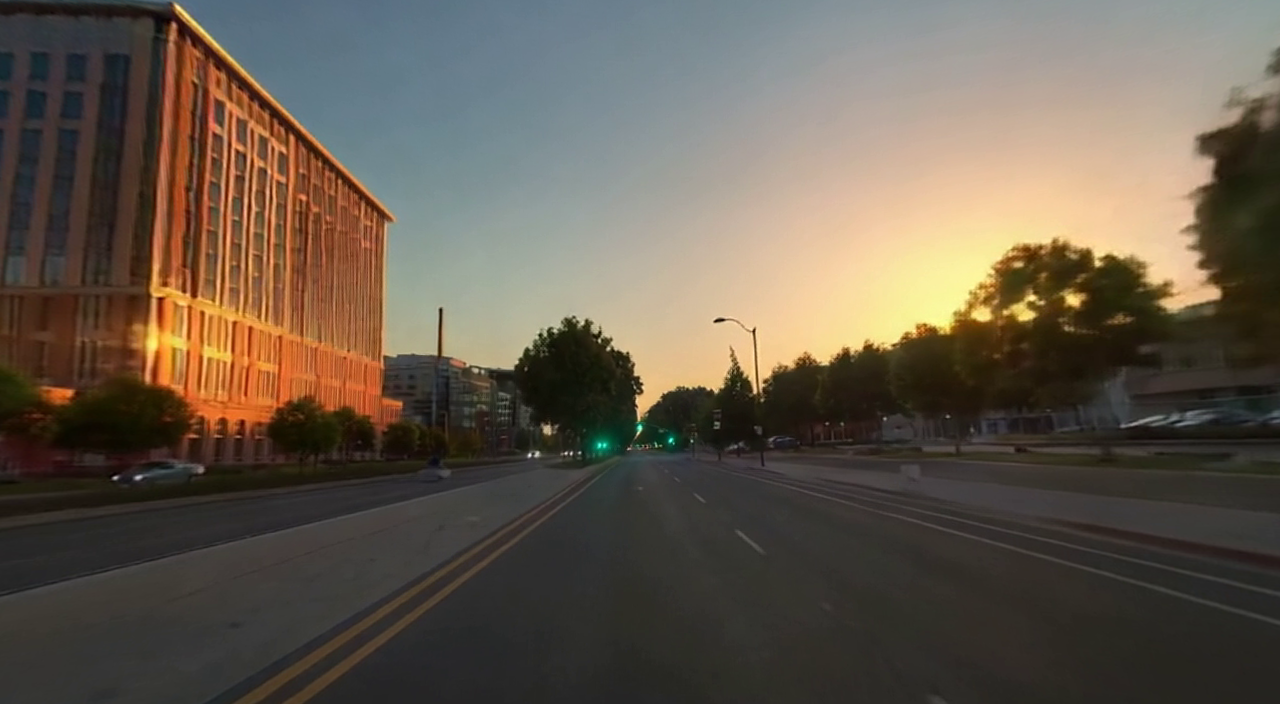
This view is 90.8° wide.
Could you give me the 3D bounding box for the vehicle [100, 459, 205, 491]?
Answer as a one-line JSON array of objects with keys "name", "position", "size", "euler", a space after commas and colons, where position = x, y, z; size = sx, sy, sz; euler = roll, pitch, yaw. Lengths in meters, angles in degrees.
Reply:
[{"name": "vehicle", "position": [-26.453, 6.658, 34.532], "size": [1.927, 1.476, 4.717], "euler": [0, -9, 0]}]
